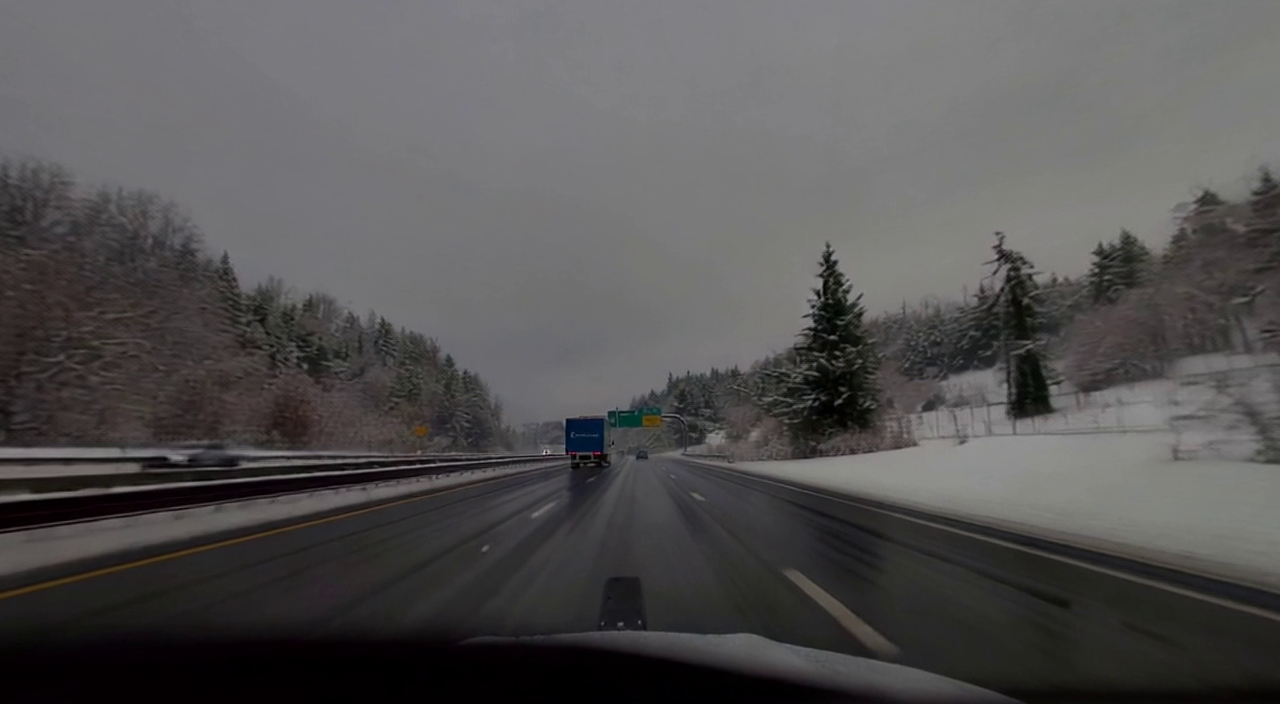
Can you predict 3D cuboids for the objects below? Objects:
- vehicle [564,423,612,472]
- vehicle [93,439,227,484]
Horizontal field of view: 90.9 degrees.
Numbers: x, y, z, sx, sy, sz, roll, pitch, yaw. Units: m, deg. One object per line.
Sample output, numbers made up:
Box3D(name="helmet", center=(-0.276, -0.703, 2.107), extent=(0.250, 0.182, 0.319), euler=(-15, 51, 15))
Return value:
Box3D(name="vehicle", center=(-3.536, 6.701, 44.359), extent=(2.695, 3.151, 6.885), euler=(0, -9, 1))
Box3D(name="vehicle", center=(-17.653, 4.024, 23.448), extent=(1.757, 1.491, 4.055), euler=(0, -9, 0))
